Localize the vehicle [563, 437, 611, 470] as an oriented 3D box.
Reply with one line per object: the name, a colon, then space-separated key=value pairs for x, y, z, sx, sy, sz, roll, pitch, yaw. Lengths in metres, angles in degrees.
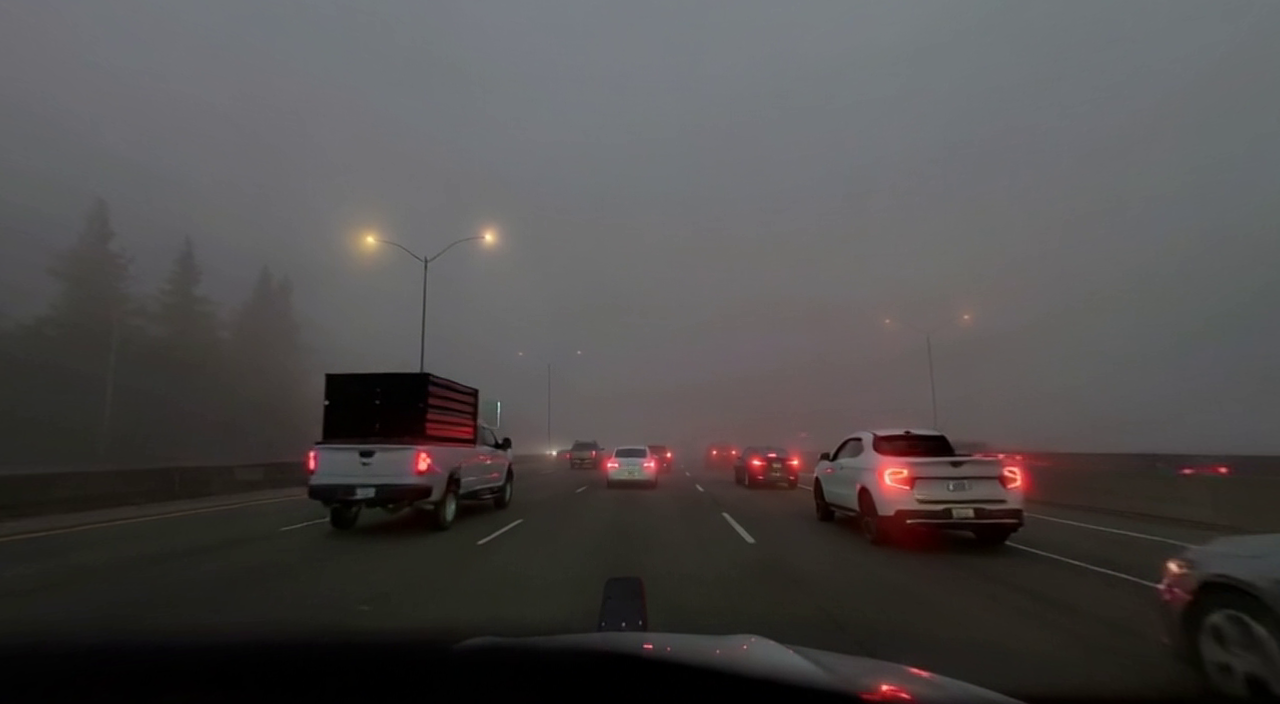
vehicle: x=-3.082 y=6.083 z=38.076 sx=2.110 sy=1.811 sz=5.585 roll=-1 pitch=-8 yaw=4

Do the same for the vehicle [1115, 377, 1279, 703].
vehicle: x=3.645 y=0.683 z=1.183 sx=1.984 sy=1.567 sz=4.475 roll=0 pitch=-8 yaw=0

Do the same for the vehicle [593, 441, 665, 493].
vehicle: x=-0.241 y=3.618 z=20.222 sx=2.070 sy=1.456 sz=4.029 roll=0 pitch=-8 yaw=2

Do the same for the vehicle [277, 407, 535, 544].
vehicle: x=-3.798 y=2.179 z=11.918 sx=2.395 sy=1.892 sz=5.995 roll=0 pitch=-8 yaw=2

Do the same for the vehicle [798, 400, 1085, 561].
vehicle: x=3.937 y=1.766 z=9.368 sx=1.999 sy=1.777 sz=4.578 roll=0 pitch=-8 yaw=1

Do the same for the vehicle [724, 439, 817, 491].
vehicle: x=4.089 y=3.631 z=20.622 sx=1.907 sy=1.474 sz=4.840 roll=0 pitch=-8 yaw=-2
